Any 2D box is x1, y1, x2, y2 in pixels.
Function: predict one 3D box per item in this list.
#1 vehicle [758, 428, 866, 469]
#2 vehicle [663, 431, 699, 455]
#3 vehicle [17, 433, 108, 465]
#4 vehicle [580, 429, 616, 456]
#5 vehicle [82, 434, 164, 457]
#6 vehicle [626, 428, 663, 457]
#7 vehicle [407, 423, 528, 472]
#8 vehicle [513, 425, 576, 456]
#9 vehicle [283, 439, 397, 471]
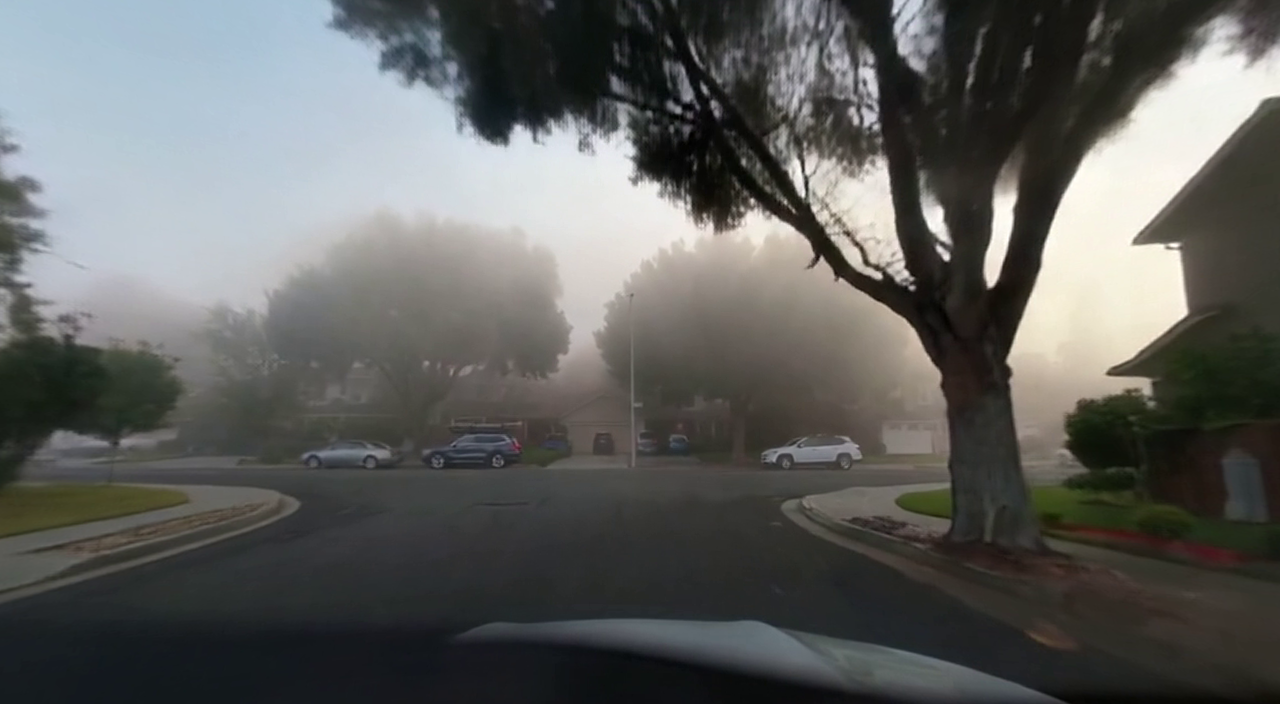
[{"bbox_3d":[8.725,4.940,32.352,4.919,1.969,2.104,1,-9,-1],"label":"vehicle"},{"bbox_3d":[2.952,6.724,46.464,2.005,1.699,4.234,1,-9,-5],"label":"vehicle"},{"bbox_3d":[-34.909,5.831,38.358,1.803,1.610,4.271,-5,-7,-4],"label":"vehicle"},{"bbox_3d":[-3.218,6.773,47.301,2.391,1.894,5.075,1,-9,-7],"label":"vehicle"},{"bbox_3d":[-35.743,6.473,43.828,1.865,1.499,4.619,0,-8,-1],"label":"vehicle"},{"bbox_3d":[0.255,6.452,45.118,2.278,1.969,5.533,0,-8,-4],"label":"vehicle"},{"bbox_3d":[-8.498,4.734,31.590,5.419,2.292,2.272,0,-7,-4],"label":"vehicle"},{"bbox_3d":[-6.982,6.438,45.675,2.307,2.043,5.475,6,-10,-33],"label":"vehicle"},{"bbox_3d":[-14.648,5.045,31.070,4.650,1.480,1.782,0,-9,-3],"label":"vehicle"}]
